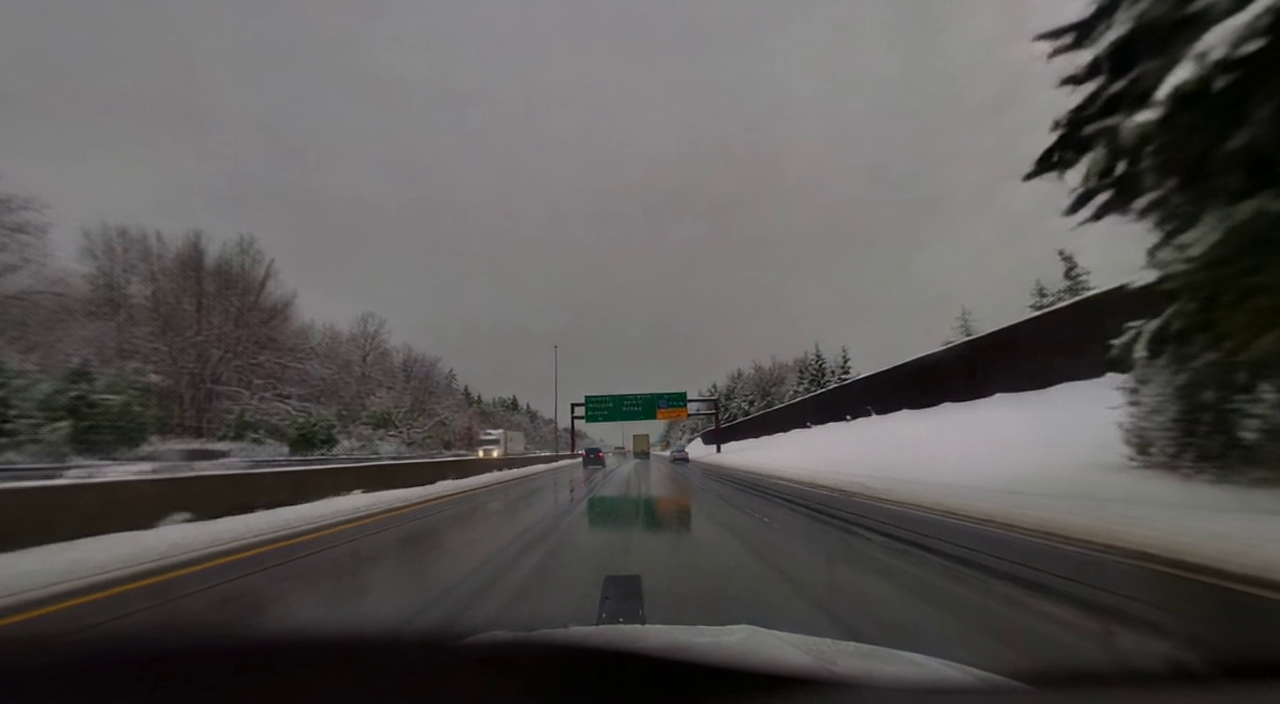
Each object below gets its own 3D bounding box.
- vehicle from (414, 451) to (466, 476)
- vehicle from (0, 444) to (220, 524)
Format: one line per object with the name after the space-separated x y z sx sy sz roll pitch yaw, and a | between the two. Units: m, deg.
-12.245 6.828 38.888 1.781 1.426 4.265 0 -9 1 | vehicle
-12.063 2.874 14.363 2.010 1.524 4.377 0 -9 0 | vehicle
